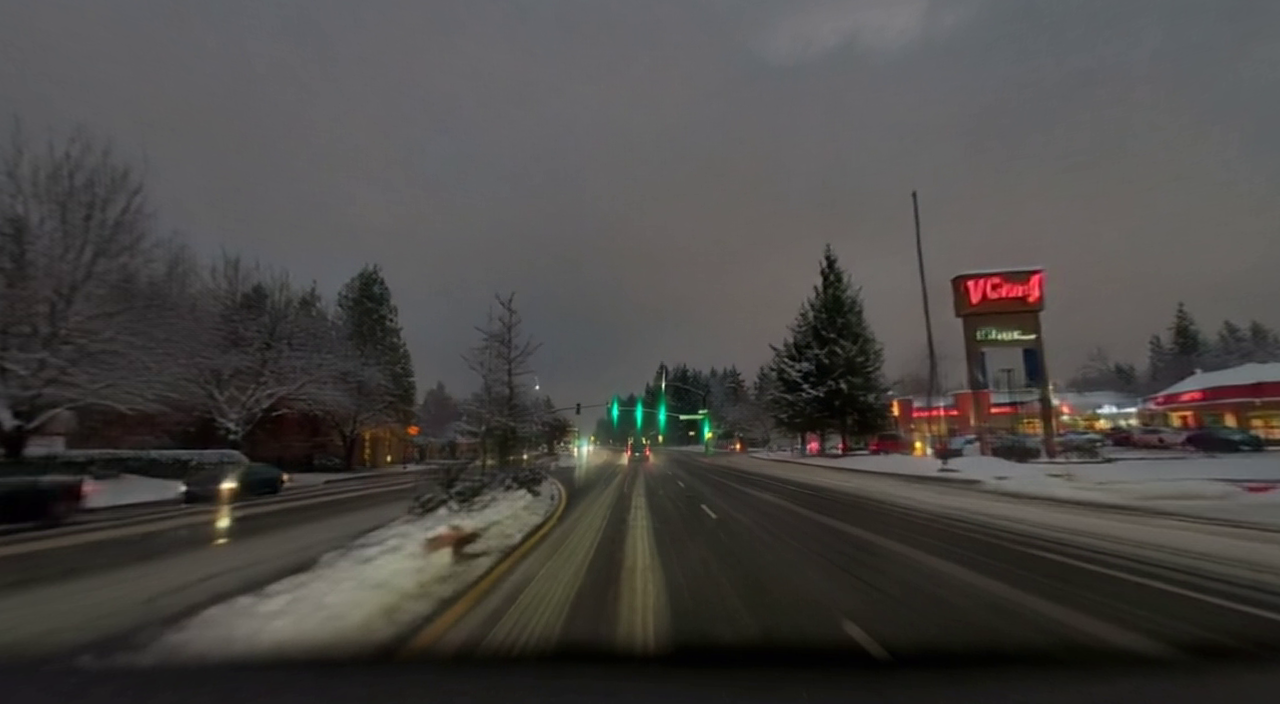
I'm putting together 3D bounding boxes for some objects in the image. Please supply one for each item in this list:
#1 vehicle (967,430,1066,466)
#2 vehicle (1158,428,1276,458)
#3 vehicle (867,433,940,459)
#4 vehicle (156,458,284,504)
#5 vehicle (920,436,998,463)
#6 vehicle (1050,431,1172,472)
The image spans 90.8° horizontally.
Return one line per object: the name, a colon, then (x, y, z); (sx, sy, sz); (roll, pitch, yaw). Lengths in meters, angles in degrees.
vehicle: (19.158, 4.860, 32.123); (4.630, 1.704, 2.063); (4, -10, -27)
vehicle: (31.757, 5.035, 34.872); (4.446, 1.560, 1.943); (-1, -8, 2)
vehicle: (20.091, 7.169, 48.185); (5.072, 1.887, 2.189); (4, -9, -24)
vehicle: (-16.777, 5.129, 25.552); (1.888, 1.591, 4.431); (-1, -8, 4)
vehicle: (19.413, 5.917, 38.469); (4.238, 1.561, 1.922); (4, -9, -25)
vehicle: (19.331, 4.053, 25.908); (4.731, 1.535, 2.079); (4, -10, -28)
